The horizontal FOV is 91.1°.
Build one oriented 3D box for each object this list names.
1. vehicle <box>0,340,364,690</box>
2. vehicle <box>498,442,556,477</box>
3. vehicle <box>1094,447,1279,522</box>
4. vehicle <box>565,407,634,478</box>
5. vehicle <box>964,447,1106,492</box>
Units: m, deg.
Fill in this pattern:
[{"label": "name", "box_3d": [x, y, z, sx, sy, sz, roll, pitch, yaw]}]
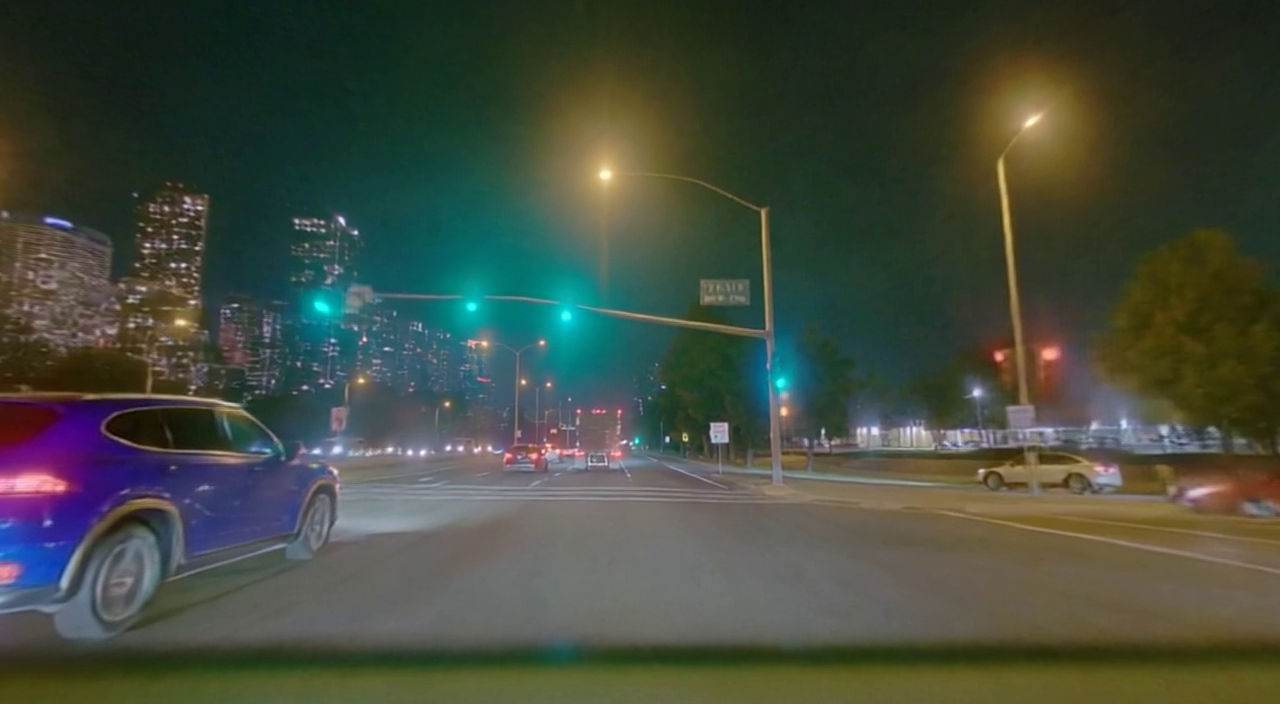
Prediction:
[{"label": "vehicle", "box_3d": [-4.530, 1.168, 5.382, 2.178, 1.826, 4.933, 0, -8, -2]}, {"label": "vehicle", "box_3d": [-5.130, 4.945, 29.070, 2.023, 1.483, 4.143, 0, -8, -2]}, {"label": "vehicle", "box_3d": [13.525, 2.936, 14.254, 4.807, 1.530, 2.066, 0, -8, -2]}, {"label": "vehicle", "box_3d": [-1.816, 4.438, 30.619, 2.993, 3.051, 6.692, 0, -8, -1]}, {"label": "vehicle", "box_3d": [16.576, 4.875, 26.457, 4.720, 1.685, 2.140, -7, -11, 38]}]
